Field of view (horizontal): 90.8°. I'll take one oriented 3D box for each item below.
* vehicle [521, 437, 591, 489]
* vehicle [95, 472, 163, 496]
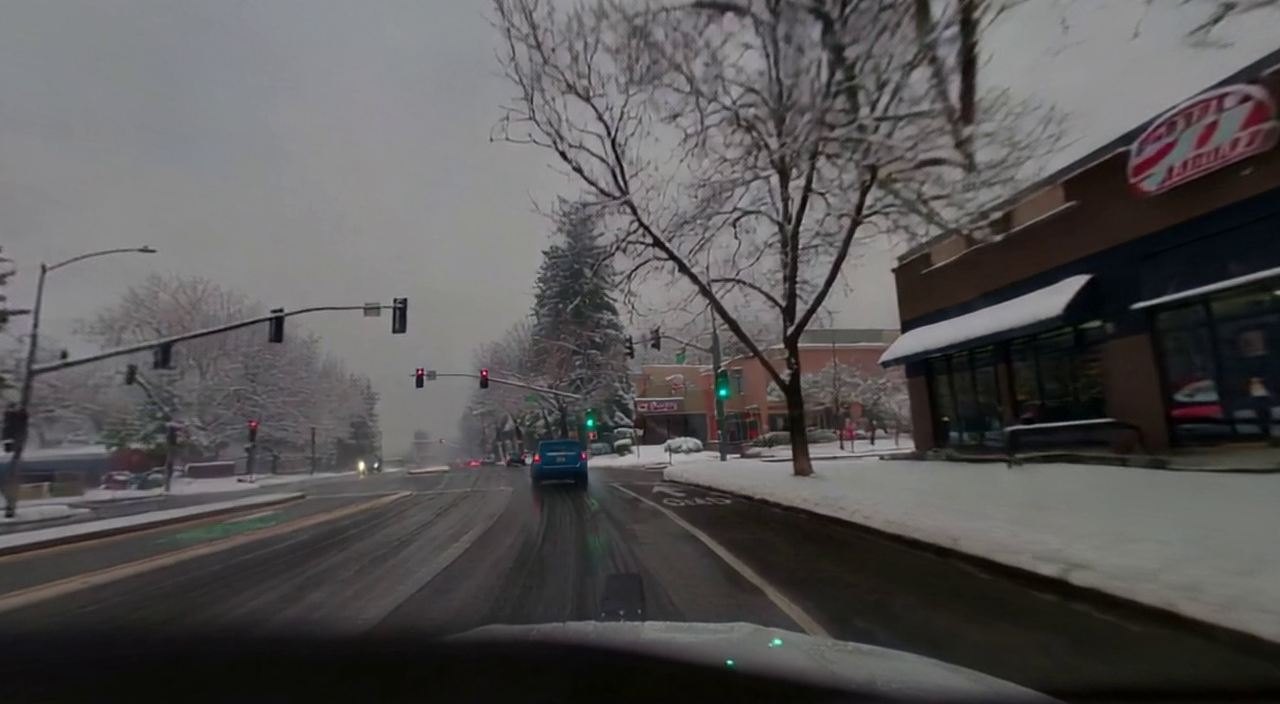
[{"bbox_3d":[-3.199,4.069,23.417,2.227,1.733,3.930,2,-9,-12],"label":"vehicle"},{"bbox_3d":[-37.740,9.763,46.774,2.004,1.479,4.230,2,-9,-10],"label":"vehicle"}]
